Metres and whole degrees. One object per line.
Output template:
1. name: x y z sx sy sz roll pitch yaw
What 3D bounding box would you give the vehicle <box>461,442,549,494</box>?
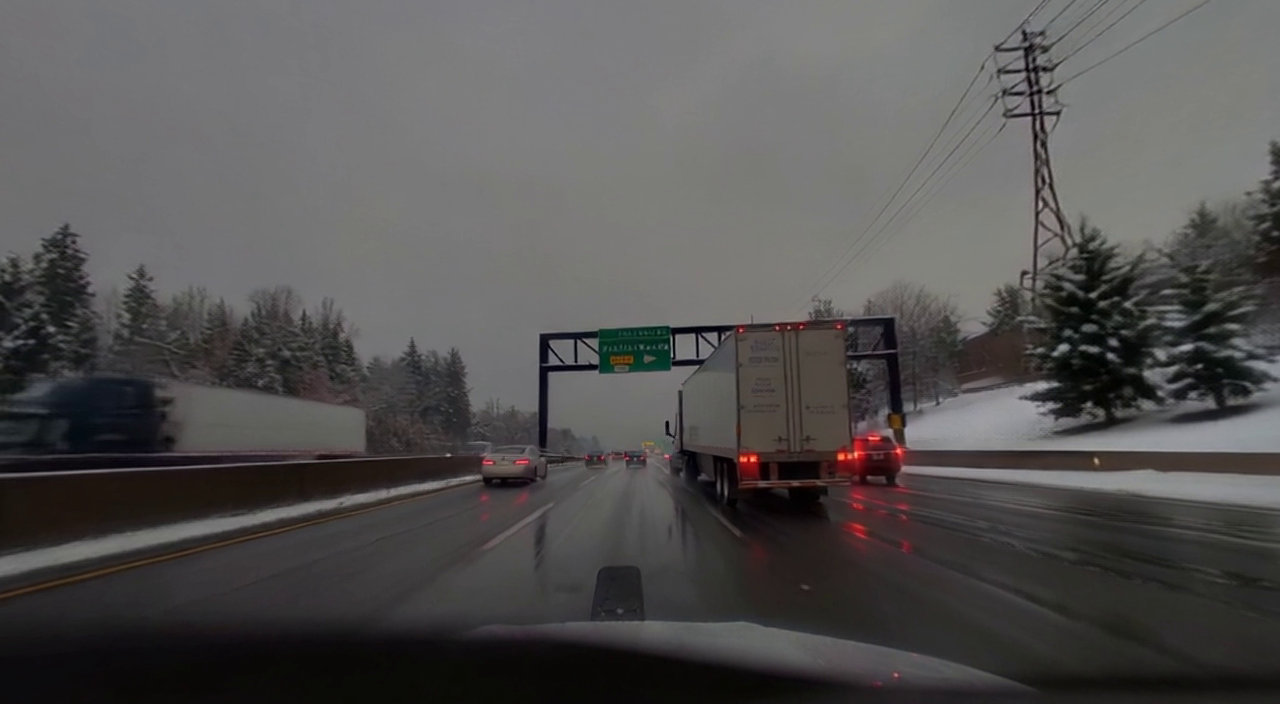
1. vehicle: -4.261 3.700 20.499 1.968 1.507 3.829 0 -8 1

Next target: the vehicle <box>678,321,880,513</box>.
1. vehicle: 3.437 2.539 21.517 2.907 4.109 16.177 0 -8 -1

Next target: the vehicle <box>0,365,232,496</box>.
1. vehicle: -18.667 2.836 22.154 3.017 3.721 8.231 0 -8 0

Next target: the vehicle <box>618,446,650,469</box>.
1. vehicle: -0.353 7.176 42.899 2.047 1.485 3.938 0 -8 1

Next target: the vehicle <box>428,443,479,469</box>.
1. vehicle: -11.387 6.360 38.700 1.890 1.546 3.774 0 -8 2

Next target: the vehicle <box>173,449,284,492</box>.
1. vehicle: -14.839 4.259 22.921 1.596 1.364 3.442 0 -8 2
